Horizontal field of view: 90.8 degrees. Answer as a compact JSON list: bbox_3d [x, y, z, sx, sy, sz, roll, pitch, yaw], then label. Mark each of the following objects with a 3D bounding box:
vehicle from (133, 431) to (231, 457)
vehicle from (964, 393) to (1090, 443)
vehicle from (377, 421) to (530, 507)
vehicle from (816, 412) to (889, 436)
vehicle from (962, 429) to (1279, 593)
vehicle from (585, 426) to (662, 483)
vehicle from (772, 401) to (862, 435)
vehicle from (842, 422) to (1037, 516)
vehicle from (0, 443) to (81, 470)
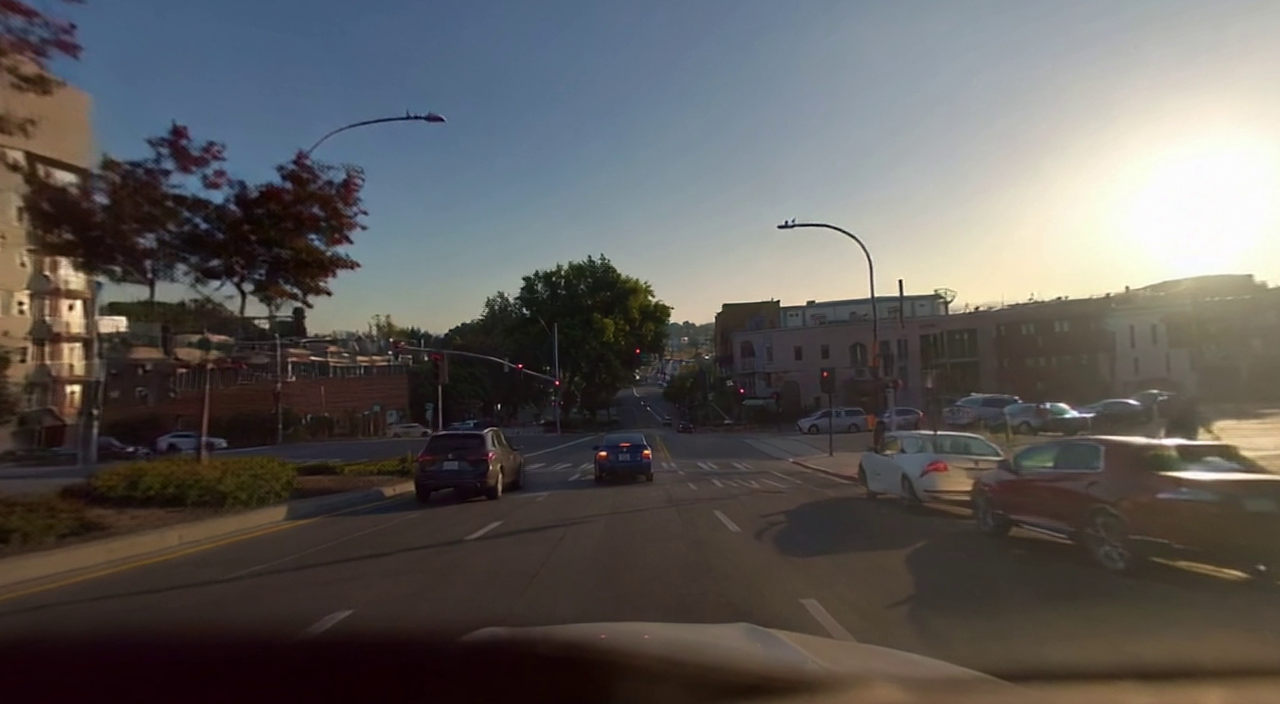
[{"bbox_3d":[-27.401,5.539,37.904,4.453,1.471,1.921,-1,-8,4],"label":"vehicle"},{"bbox_3d":[21.676,3.754,35.537,5.756,2.653,2.403,2,-9,-11],"label":"vehicle"},{"bbox_3d":[-3.732,2.349,13.605,1.934,1.522,4.464,0,-8,0],"label":"vehicle"},{"bbox_3d":[15.214,5.177,45.275,4.775,1.604,1.915,3,-9,-20],"label":"vehicle"},{"bbox_3d":[6.129,1.797,8.016,1.959,1.513,4.104,0,-8,1],"label":"vehicle"},{"bbox_3d":[-0.446,3.075,19.073,2.082,1.520,3.896,0,-8,0],"label":"vehicle"},{"bbox_3d":[13.781,5.191,49.160,6.541,2.480,2.259,3,-9,-19],"label":"vehicle"},{"bbox_3d":[6.201,2.469,13.840,1.904,1.705,4.510,0,-9,-2],"label":"vehicle"},{"bbox_3d":[-34.165,5.804,35.206,3.957,1.396,2.134,0,-8,1],"label":"vehicle"}]
